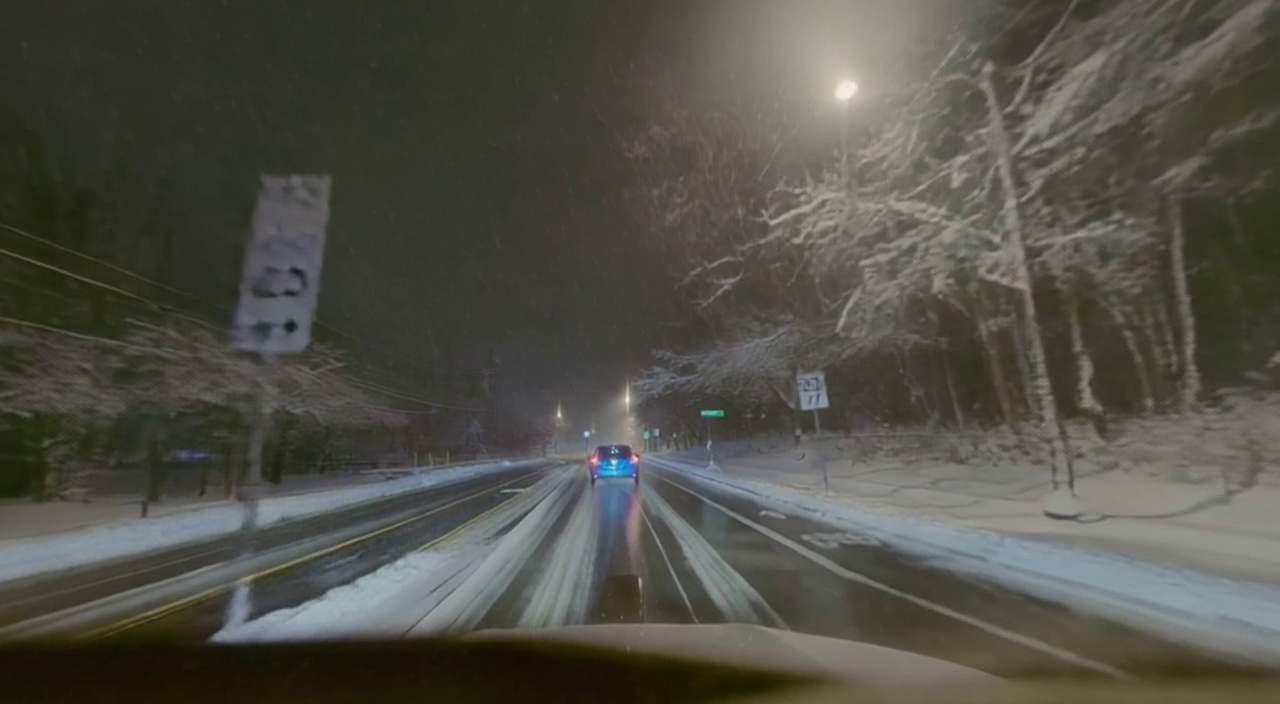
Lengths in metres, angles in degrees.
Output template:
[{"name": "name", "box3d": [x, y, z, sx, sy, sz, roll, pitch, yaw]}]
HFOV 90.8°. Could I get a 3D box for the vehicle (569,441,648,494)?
[{"name": "vehicle", "box3d": [-0.996, 3.696, 20.650, 2.295, 1.510, 4.364, 0, -9, -2]}]
